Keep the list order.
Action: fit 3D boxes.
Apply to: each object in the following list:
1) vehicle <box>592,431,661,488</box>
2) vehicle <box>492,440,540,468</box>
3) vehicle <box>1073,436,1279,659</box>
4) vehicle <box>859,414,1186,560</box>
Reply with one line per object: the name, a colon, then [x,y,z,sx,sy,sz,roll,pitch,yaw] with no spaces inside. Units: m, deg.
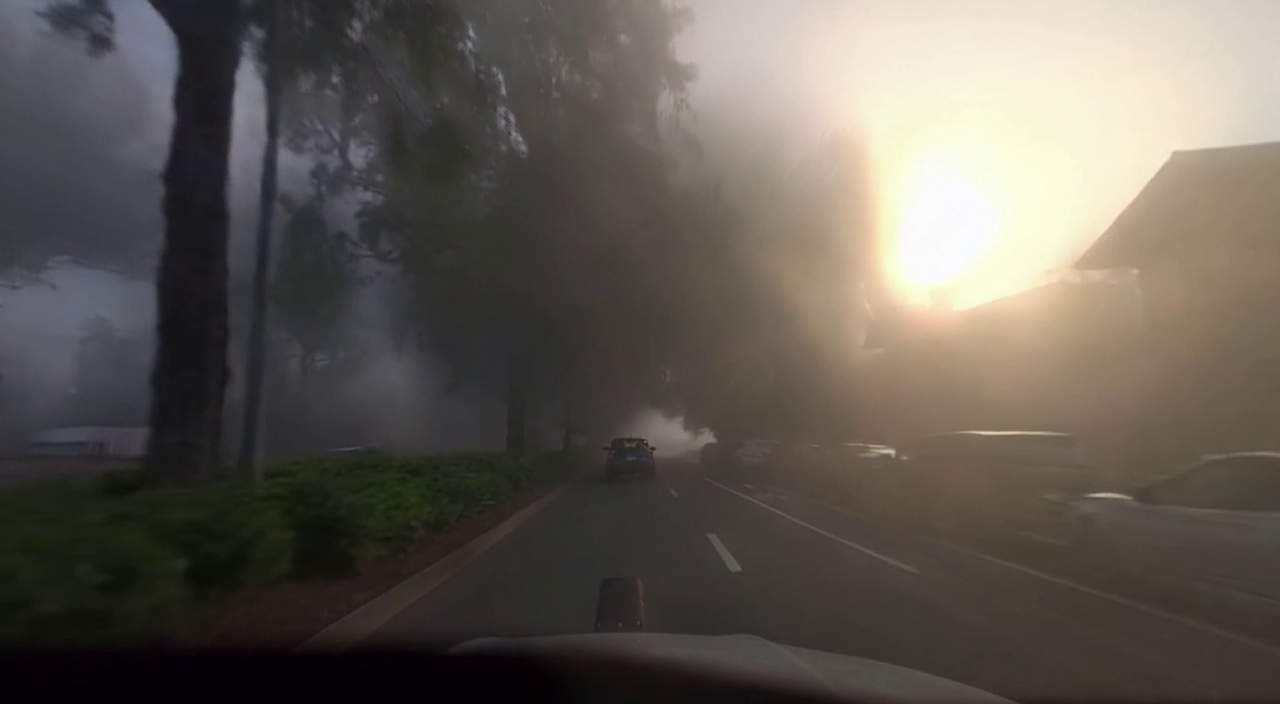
vehicle: [-0.450,3.516,21.008,2.070,1.698,3.925,0,-8,-1]
vehicle: [-7.077,5.872,36.566,2.105,1.474,4.808,0,-8,-4]
vehicle: [5.362,1.316,4.203,2.005,1.499,4.108,0,-8,0]
vehicle: [5.682,2.064,10.475,2.233,1.811,4.922,0,-8,-1]
